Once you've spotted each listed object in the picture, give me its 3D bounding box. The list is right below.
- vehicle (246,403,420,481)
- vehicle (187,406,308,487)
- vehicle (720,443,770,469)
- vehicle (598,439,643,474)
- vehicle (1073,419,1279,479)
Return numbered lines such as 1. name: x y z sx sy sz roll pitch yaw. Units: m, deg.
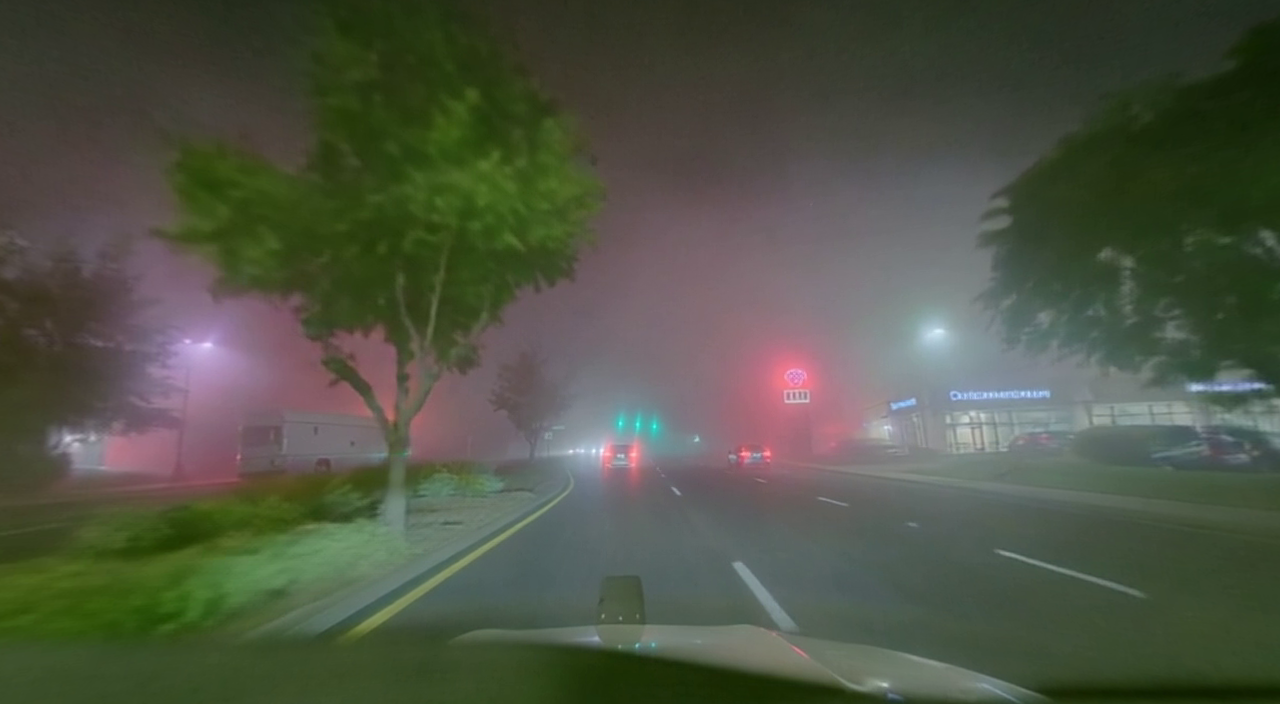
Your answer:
1. vehicle: -19.414 6.076 42.345 3.133 4.167 16.699 0 -8 1
2. vehicle: -19.553 4.724 31.813 2.986 3.786 4.453 0 -8 1
3. vehicle: 6.385 6.387 39.083 2.075 1.475 4.571 0 -8 -3
4. vehicle: -1.044 5.121 31.214 2.072 1.545 4.578 0 -8 -4
5. vehicle: 19.231 3.429 22.399 5.909 1.970 2.365 0 -8 0
